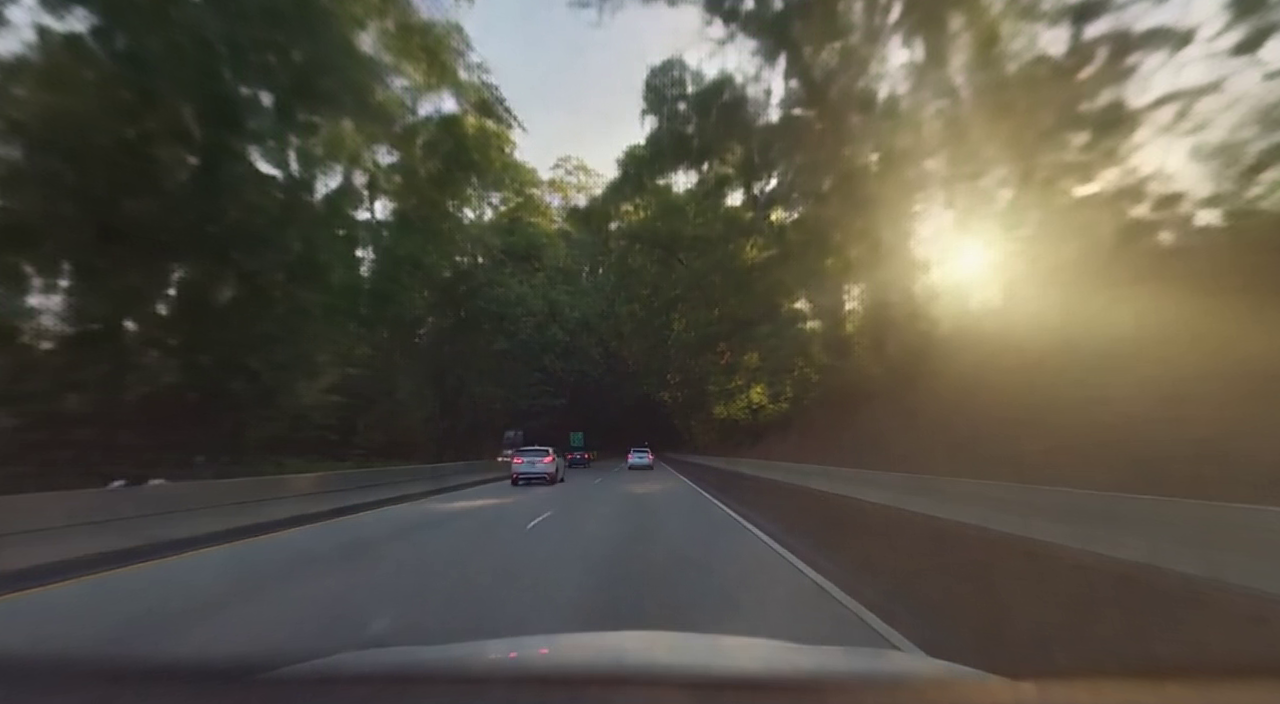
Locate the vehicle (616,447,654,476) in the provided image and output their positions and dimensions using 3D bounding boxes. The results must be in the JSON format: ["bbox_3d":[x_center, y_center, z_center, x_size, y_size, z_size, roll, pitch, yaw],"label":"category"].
[{"bbox_3d":[-0.265,6.150,35.617,2.001,1.490,3.914,0,-9,0],"label":"vehicle"}]

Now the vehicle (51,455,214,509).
[{"bbox_3d":[-16.497,4.193,20.816,1.705,1.552,4.338,0,-9,1],"label":"vehicle"}]

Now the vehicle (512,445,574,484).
[{"bbox_3d":[-4.055,4.779,27.012,1.978,1.538,3.755,0,-9,1],"label":"vehicle"}]

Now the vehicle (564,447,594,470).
[{"bbox_3d":[-4.486,7.820,46.548,1.834,1.615,3.624,0,-9,0],"label":"vehicle"}]
